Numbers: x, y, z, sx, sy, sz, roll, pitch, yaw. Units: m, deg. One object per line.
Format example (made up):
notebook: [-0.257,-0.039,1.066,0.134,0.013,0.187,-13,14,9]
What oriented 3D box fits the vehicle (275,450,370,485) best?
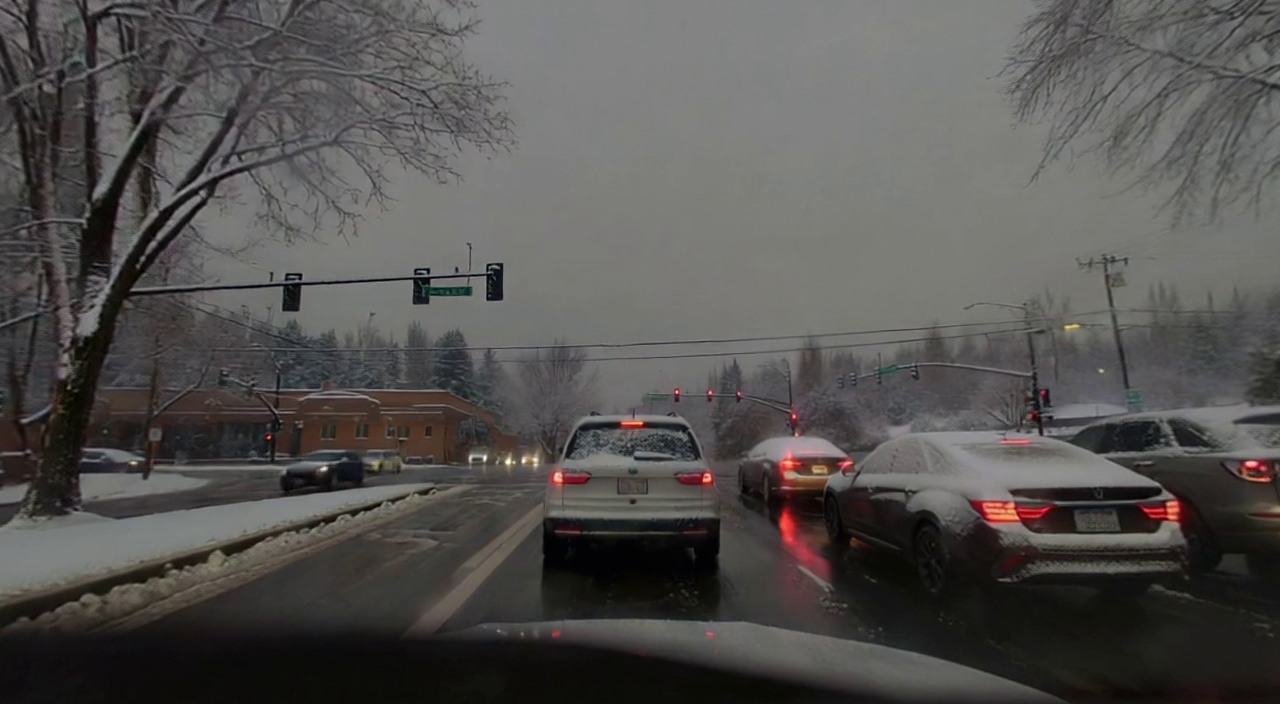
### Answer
vehicle: [-14.623,5.320,29.424,2.035,1.454,4.513,0,-9,0]

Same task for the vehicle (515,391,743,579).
vehicle: [-0.209,1.628,8.466,2.236,1.827,4.316,0,-9,-3]

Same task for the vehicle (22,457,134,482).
vehicle: [-35.106,7.351,39.590,4.845,1.442,1.880,2,-9,-13]

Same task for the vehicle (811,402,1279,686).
vehicle: [3.359,1.421,5.966,2.034,1.558,4.774,0,-9,-1]
